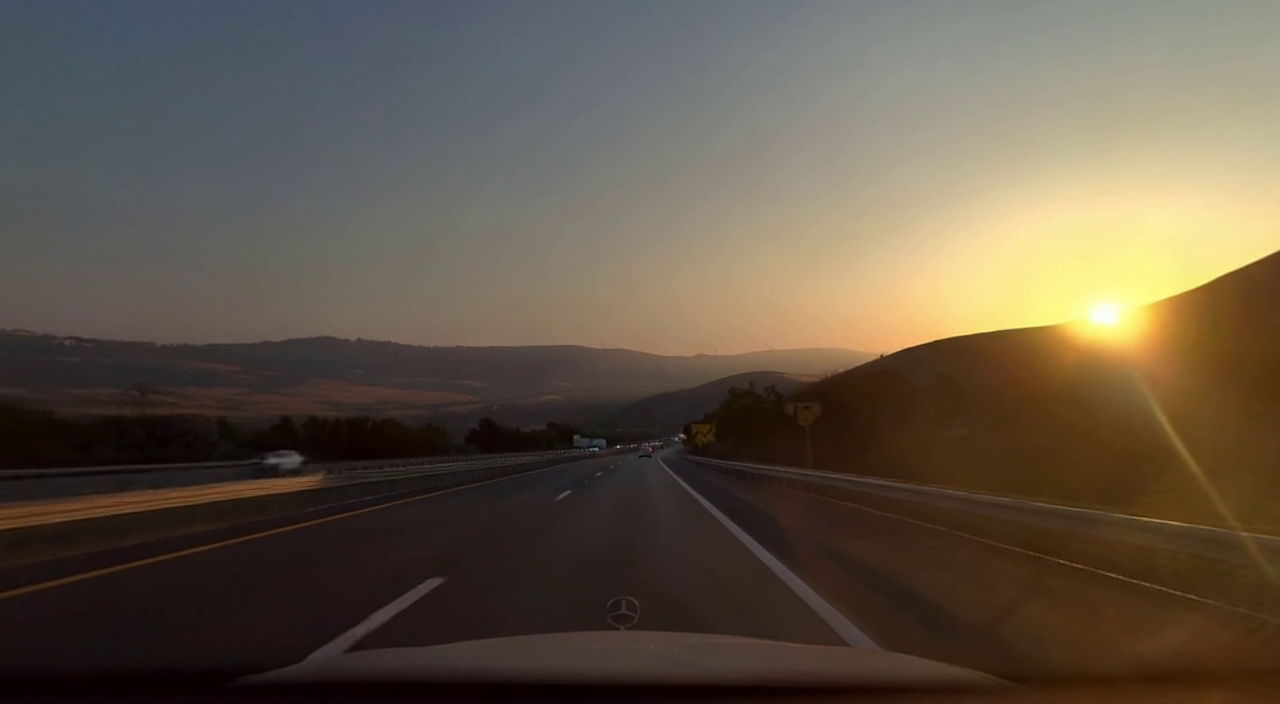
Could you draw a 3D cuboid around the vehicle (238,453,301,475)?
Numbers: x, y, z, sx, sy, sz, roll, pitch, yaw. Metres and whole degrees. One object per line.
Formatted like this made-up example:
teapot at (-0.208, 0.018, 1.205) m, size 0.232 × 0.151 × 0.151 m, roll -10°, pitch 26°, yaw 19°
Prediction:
vehicle at (-28.410, 8.583, 48.482) m, size 1.872 × 1.504 × 4.636 m, roll -1°, pitch -9°, yaw 3°
